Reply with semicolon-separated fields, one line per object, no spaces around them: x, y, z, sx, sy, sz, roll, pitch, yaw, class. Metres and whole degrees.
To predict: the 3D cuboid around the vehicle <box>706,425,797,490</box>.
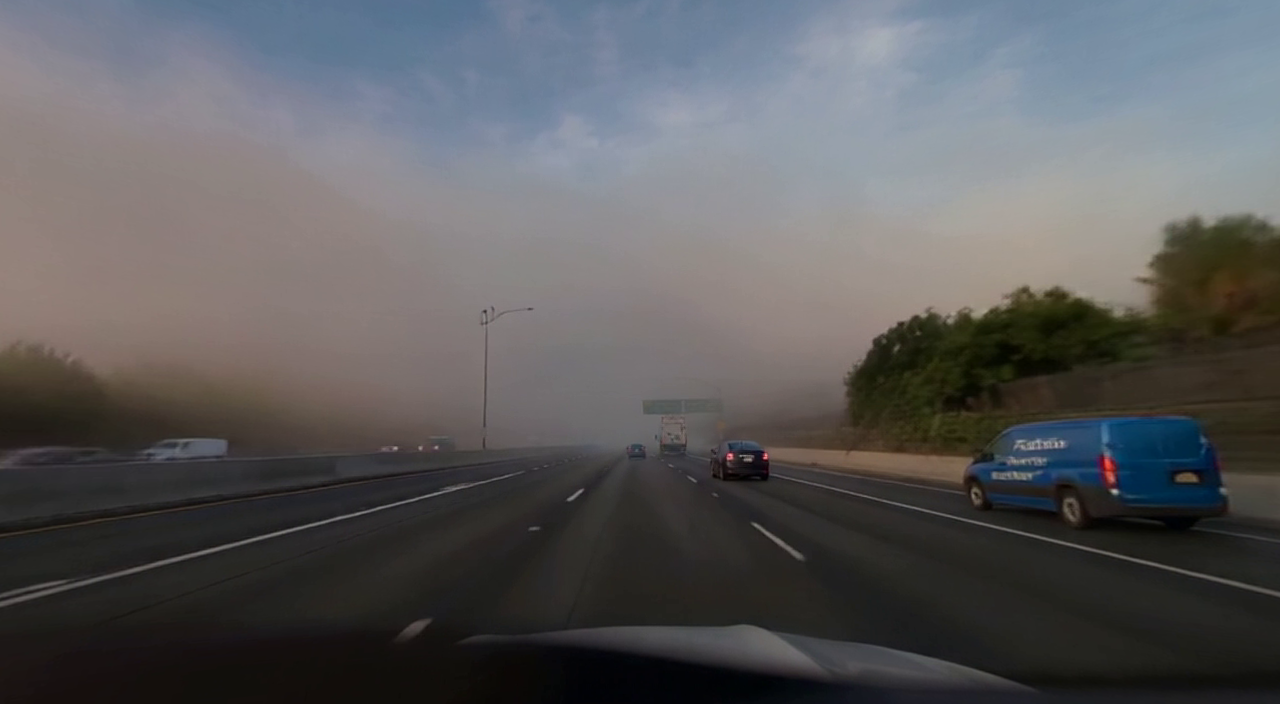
3.583;3.511;21.326;2.035;1.931;4.841;0;-9;-2;vehicle

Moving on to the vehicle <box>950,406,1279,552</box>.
7.525;1.945;10.386;2.266;1.799;4.947;0;-8;-1;vehicle

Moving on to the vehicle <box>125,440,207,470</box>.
-28.705;6.253;38.449;1.877;1.692;3.983;0;-8;0;vehicle
